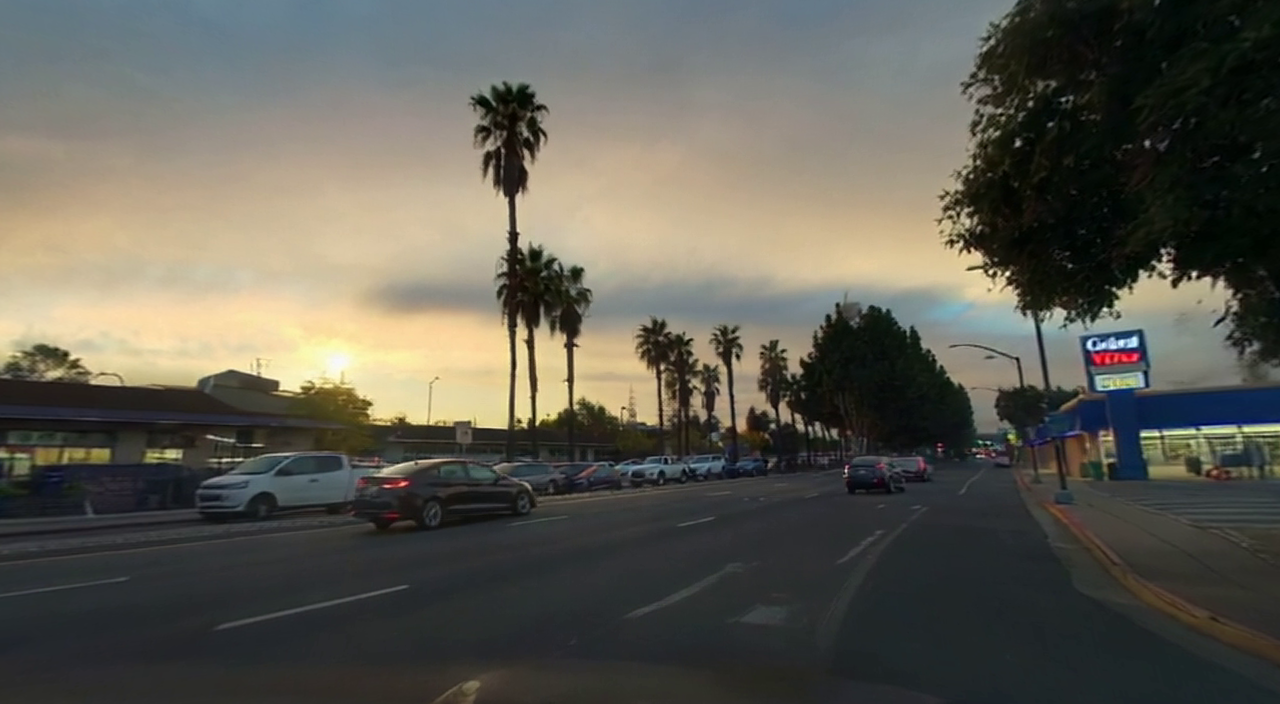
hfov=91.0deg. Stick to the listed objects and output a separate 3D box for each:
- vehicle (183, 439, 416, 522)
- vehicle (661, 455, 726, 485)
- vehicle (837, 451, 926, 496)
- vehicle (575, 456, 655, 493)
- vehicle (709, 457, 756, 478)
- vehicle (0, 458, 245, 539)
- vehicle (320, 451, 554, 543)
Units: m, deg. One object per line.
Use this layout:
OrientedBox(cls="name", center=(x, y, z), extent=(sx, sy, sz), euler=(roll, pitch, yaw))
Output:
OrientedBox(cls="vehicle", center=(-8.517, 3.351, 16.334), extent=(1.989, 1.792, 4.884), euler=(-7, -14, 28))
OrientedBox(cls="vehicle", center=(3.229, 6.851, 36.839), extent=(1.981, 1.493, 4.721), euler=(-5, -10, 30))
OrientedBox(cls="vehicle", center=(9.367, 4.566, 24.130), extent=(2.139, 1.461, 4.918), euler=(-5, -10, 33))
OrientedBox(cls="vehicle", center=(-1.073, 5.600, 29.092), extent=(1.776, 1.448, 4.137), euler=(-5, -10, 29))
OrientedBox(cls="vehicle", center=(7.228, 8.960, 48.930), extent=(1.962, 1.464, 4.781), euler=(-5, -10, 29))
OrientedBox(cls="vehicle", center=(-12.961, 3.538, 15.902), extent=(1.900, 1.615, 4.573), euler=(-5, -10, 30))
OrientedBox(cls="vehicle", center=(-4.029, 2.892, 13.372), extent=(2.090, 1.520, 4.452), euler=(-5, -10, 29))
